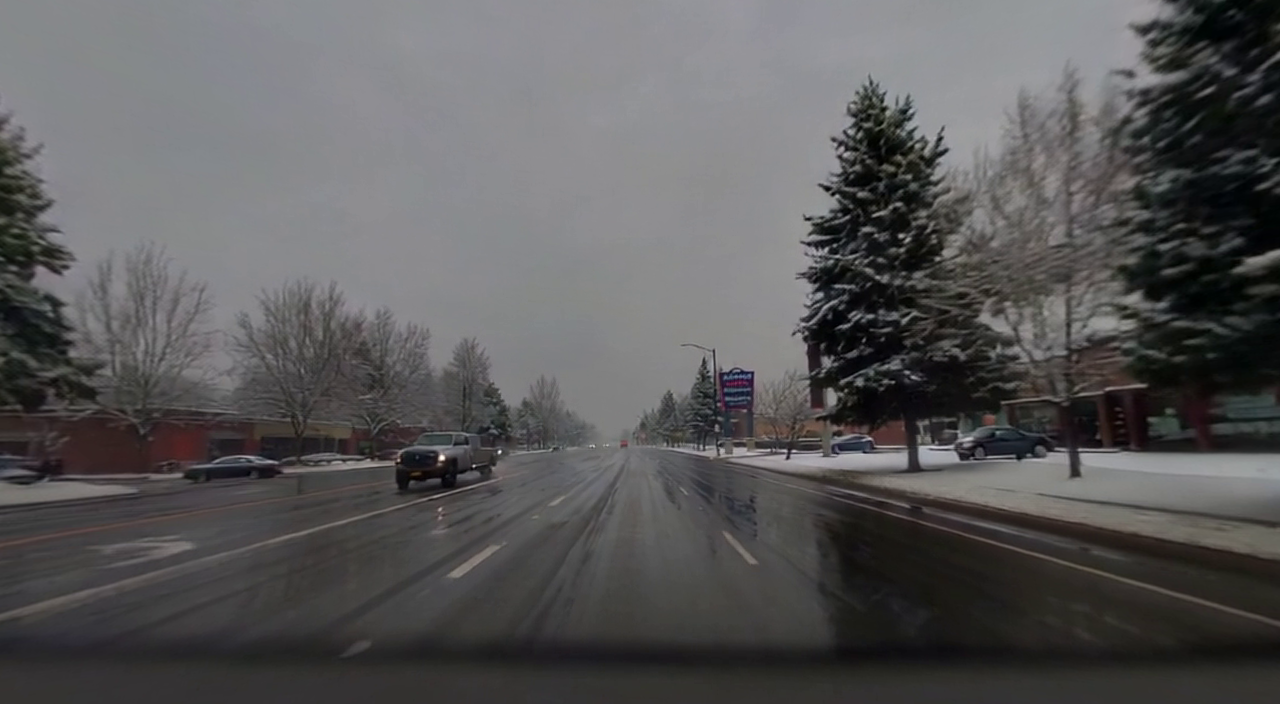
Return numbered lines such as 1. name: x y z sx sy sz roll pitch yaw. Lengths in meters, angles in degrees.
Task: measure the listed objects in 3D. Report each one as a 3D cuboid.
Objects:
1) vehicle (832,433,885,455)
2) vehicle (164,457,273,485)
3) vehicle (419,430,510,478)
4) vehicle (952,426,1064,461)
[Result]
1. vehicle: 16.830 7.102 48.554 4.277 1.605 1.920 7 -11 -41
2. vehicle: -23.136 6.537 34.820 4.578 1.448 1.904 0 -8 -2
3. vehicle: -7.616 4.516 28.250 2.452 1.905 6.188 0 -8 -1
4. vehicle: 16.747 4.164 28.750 4.647 1.514 1.891 4 -9 -23
